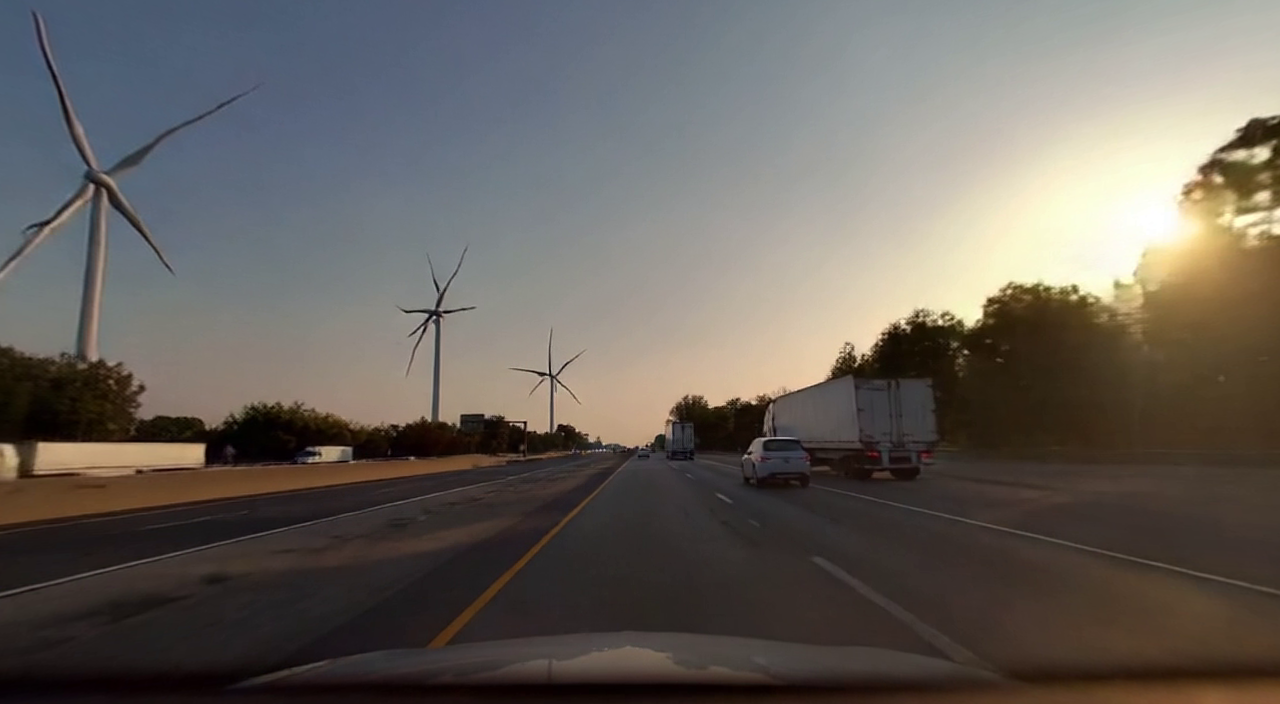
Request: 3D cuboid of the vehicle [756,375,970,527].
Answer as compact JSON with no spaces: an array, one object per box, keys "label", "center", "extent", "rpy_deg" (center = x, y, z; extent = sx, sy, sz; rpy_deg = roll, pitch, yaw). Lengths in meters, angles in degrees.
[{"label":"vehicle","center":[4.430,2.166,13.893],"extent":[2.609,2.648,5.397],"rpy_deg":[0,-9,-1]}]
